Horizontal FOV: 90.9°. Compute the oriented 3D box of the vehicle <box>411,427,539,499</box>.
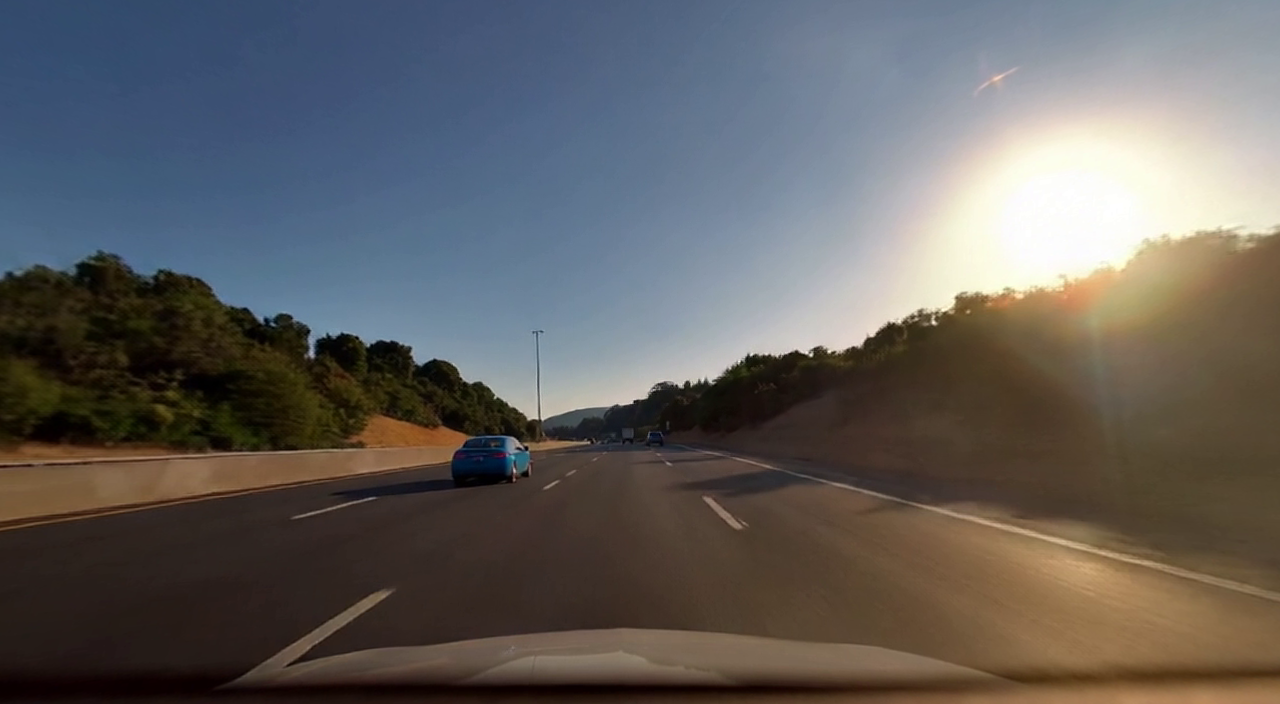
[{"bbox_3d":[-3.874,2.666,15.660,2.026,1.517,4.325,0,-8,0],"label":"vehicle"}]
